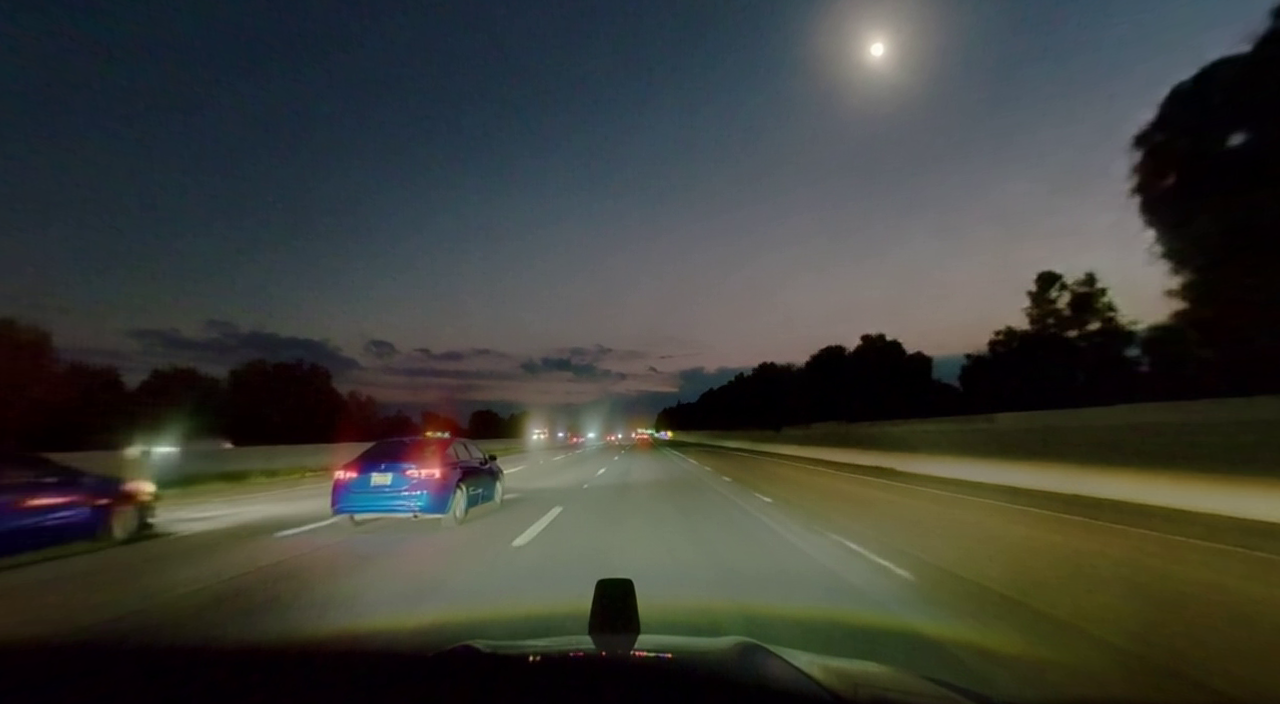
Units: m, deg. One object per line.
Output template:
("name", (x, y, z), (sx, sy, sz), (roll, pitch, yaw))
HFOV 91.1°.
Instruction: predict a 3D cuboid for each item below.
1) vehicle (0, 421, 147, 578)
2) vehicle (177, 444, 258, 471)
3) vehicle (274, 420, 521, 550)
("vehicle", (-7.190, 1.356, 5.563), (2.084, 1.494, 4.404), (0, -8, 0))
("vehicle", (-25.437, 6.339, 38.069), (1.834, 1.504, 4.325), (0, -8, 2))
("vehicle", (-3.218, 1.821, 9.352), (2.079, 1.500, 3.881), (0, -8, 1))
